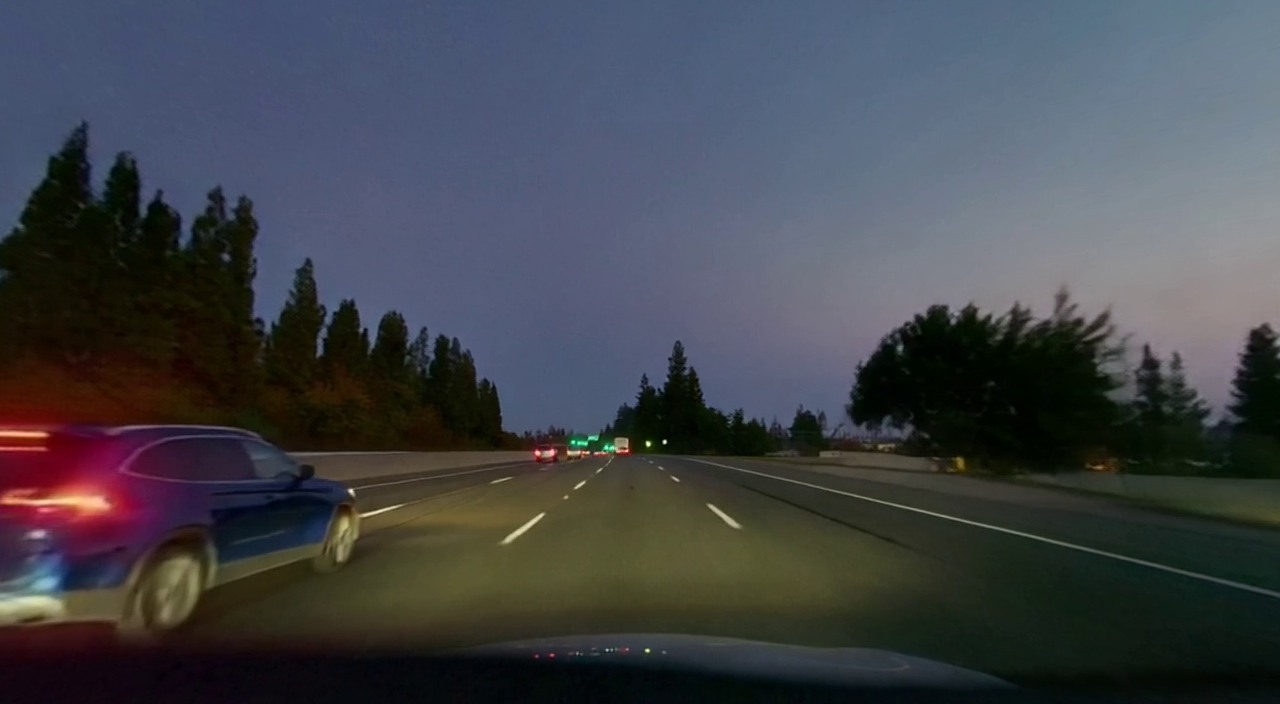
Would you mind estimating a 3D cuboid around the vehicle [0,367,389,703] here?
[{"bbox_3d":[-4.105,1.256,5.195,2.162,1.724,4.537,0,-8,0],"label":"vehicle"}]
